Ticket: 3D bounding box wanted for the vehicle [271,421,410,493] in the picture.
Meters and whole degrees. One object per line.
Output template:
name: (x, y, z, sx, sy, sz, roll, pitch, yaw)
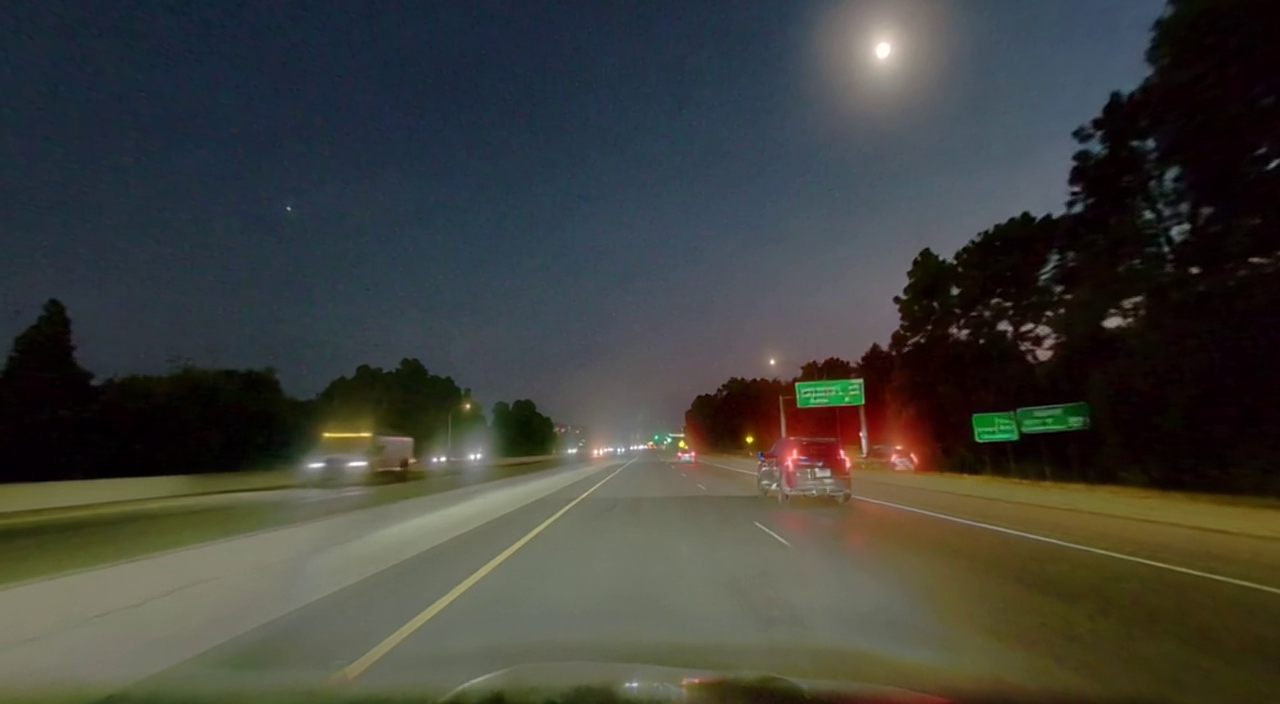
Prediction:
vehicle: (-12.710, 4.538, 27.551, 2.621, 2.749, 6.890, 0, -9, 0)
